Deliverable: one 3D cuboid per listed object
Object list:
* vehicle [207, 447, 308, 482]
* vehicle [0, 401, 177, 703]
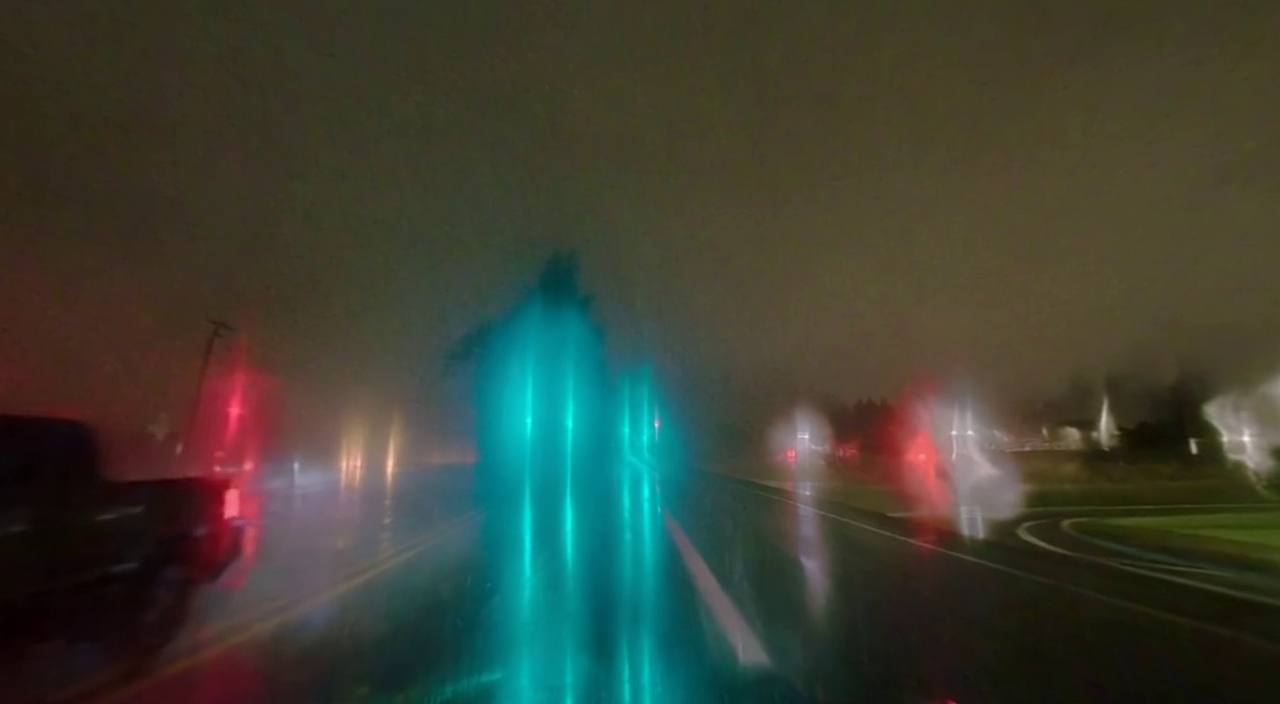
[{"bbox_3d":[-18.336,5.399,30.548,2.036,1.525,4.677,0,-9,-1],"label":"vehicle"},{"bbox_3d":[-4.205,0.904,2.432,1.722,1.523,3.736,-1,-9,6],"label":"vehicle"}]
